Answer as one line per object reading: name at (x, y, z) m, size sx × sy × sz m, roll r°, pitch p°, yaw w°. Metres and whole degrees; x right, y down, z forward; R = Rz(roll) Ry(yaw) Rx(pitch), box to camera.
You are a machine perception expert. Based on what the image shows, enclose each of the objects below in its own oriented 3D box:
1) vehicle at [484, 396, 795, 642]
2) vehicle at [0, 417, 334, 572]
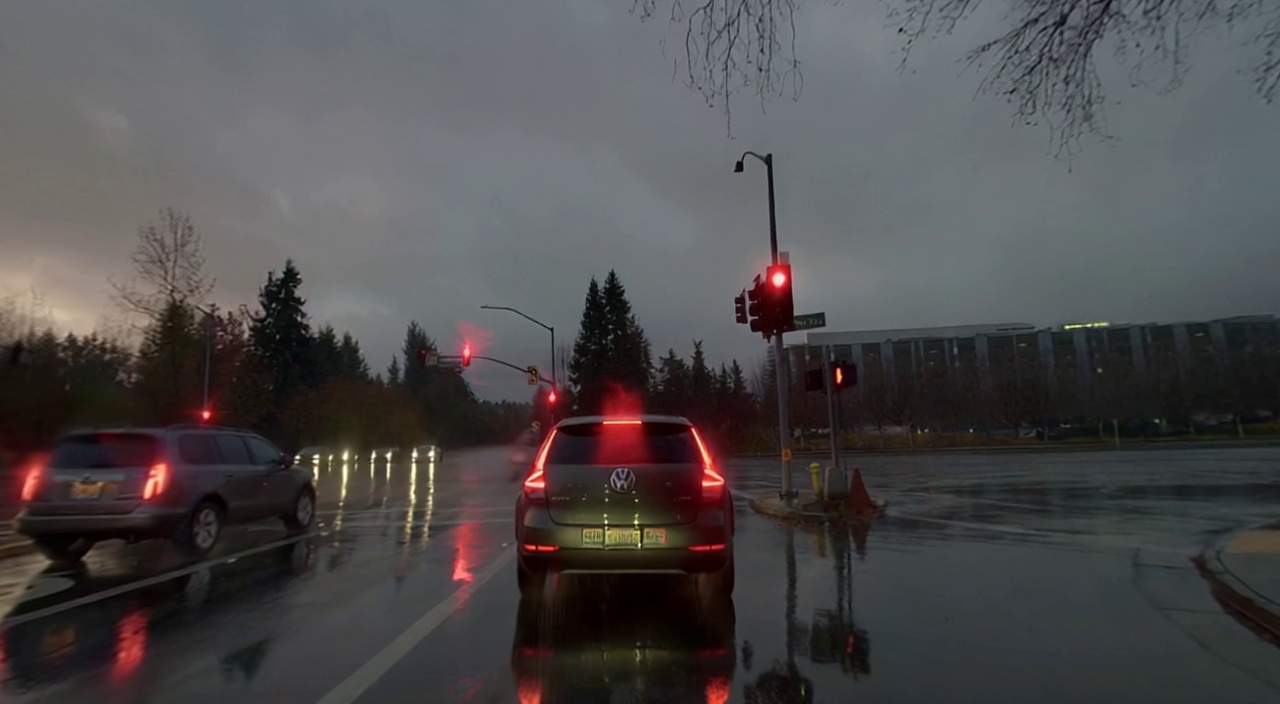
vehicle at (-0.152, 1.458, 6.514) m, size 2.154 × 1.670 × 4.140 m, roll 1°, pitch -9°, yaw -5°
vehicle at (-6.392, 1.899, 9.151) m, size 2.020 × 1.695 × 4.187 m, roll 1°, pitch -9°, yaw -5°
